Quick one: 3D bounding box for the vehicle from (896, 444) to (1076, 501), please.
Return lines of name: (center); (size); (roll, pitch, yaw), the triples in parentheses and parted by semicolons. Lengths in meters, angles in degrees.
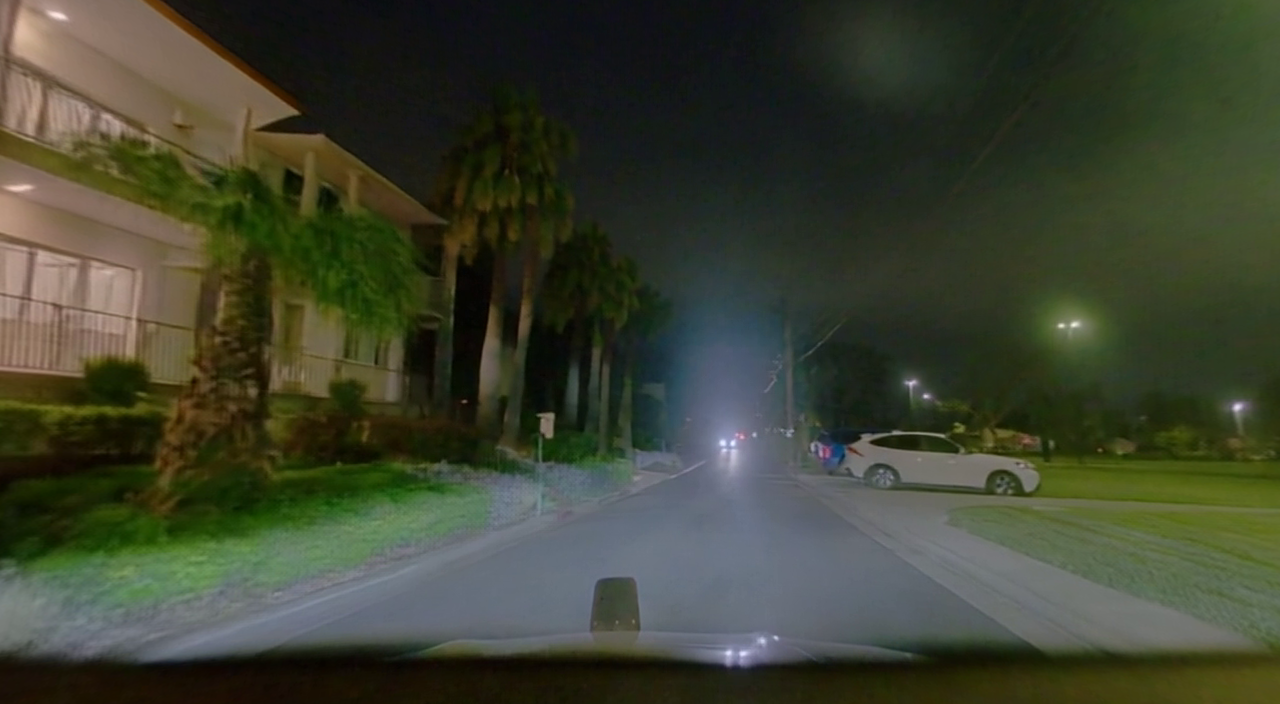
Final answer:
vehicle: (9.739, 3.418, 18.210); (4.195, 1.446, 1.979); (-2, -10, 18)
